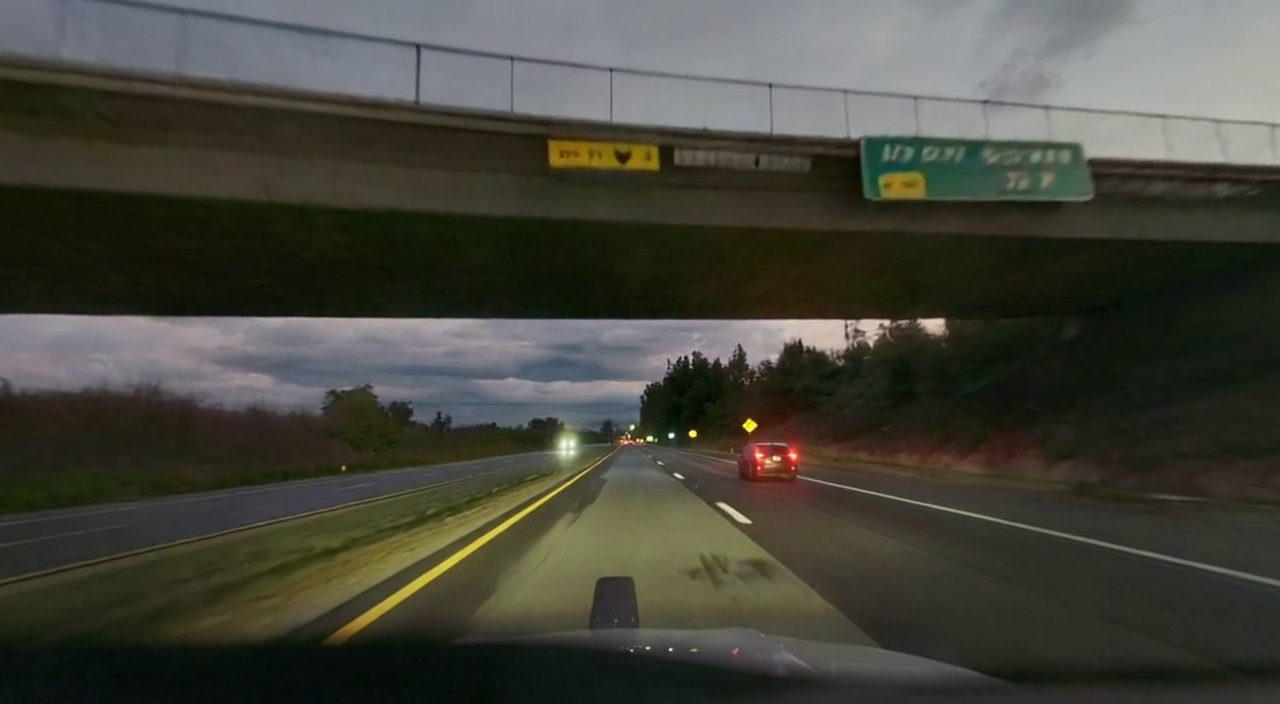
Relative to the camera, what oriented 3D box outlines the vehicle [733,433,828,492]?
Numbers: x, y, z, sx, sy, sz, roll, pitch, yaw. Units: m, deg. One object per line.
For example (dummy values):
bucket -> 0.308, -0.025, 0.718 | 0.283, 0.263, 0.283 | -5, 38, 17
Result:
vehicle -> 3.870, 3.087, 17.951 | 1.781, 1.470, 3.540 | 0, -8, -2
